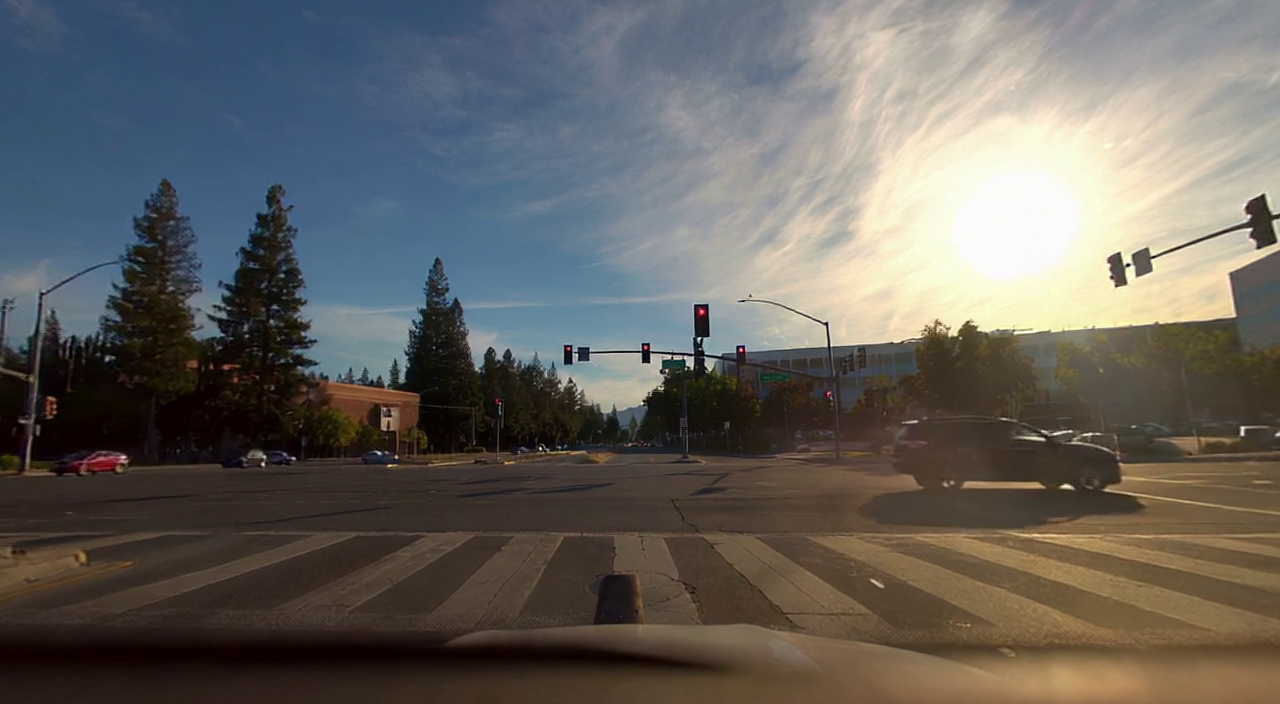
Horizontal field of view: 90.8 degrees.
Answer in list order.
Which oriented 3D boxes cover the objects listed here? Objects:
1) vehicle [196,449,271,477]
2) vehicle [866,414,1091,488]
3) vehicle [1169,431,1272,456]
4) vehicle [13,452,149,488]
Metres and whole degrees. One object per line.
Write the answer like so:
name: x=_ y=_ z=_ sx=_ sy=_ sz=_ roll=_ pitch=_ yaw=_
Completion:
vehicle: x=-26.372 y=7.168 z=41.167 sx=1.889 sy=1.662 sz=4.319 roll=0 pitch=-9 yaw=1
vehicle: x=9.642 y=2.898 z=18.583 sx=5.310 sy=1.972 sz=2.223 roll=-2 pitch=-9 yaw=11
vehicle: x=35.957 y=5.688 z=39.297 sx=2.135 sy=1.467 sz=4.532 roll=0 pitch=-9 yaw=1
vehicle: x=-28.202 y=5.924 z=32.101 sx=2.135 sy=1.637 sz=4.582 roll=-3 pitch=-9 yaw=19
